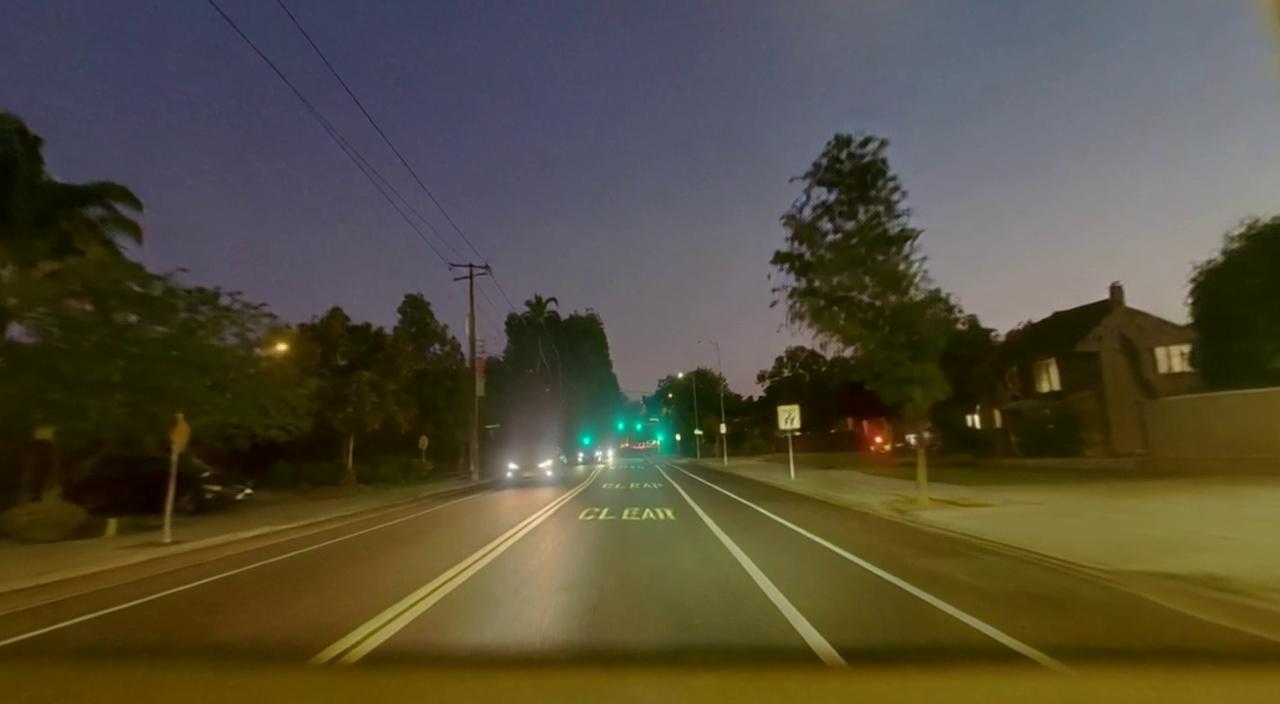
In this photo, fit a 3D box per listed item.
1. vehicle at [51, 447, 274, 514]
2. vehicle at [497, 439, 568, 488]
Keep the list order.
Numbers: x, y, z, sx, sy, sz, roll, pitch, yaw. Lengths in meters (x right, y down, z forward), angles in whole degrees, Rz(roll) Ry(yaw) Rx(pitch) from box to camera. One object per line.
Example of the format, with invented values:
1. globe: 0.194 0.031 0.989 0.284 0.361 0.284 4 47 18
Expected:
1. vehicle: -13.744 3.697 18.472 4.607 1.772 2.261 0 -8 -1
2. vehicle: -4.155 4.360 25.166 2.055 1.757 4.494 0 -8 0
